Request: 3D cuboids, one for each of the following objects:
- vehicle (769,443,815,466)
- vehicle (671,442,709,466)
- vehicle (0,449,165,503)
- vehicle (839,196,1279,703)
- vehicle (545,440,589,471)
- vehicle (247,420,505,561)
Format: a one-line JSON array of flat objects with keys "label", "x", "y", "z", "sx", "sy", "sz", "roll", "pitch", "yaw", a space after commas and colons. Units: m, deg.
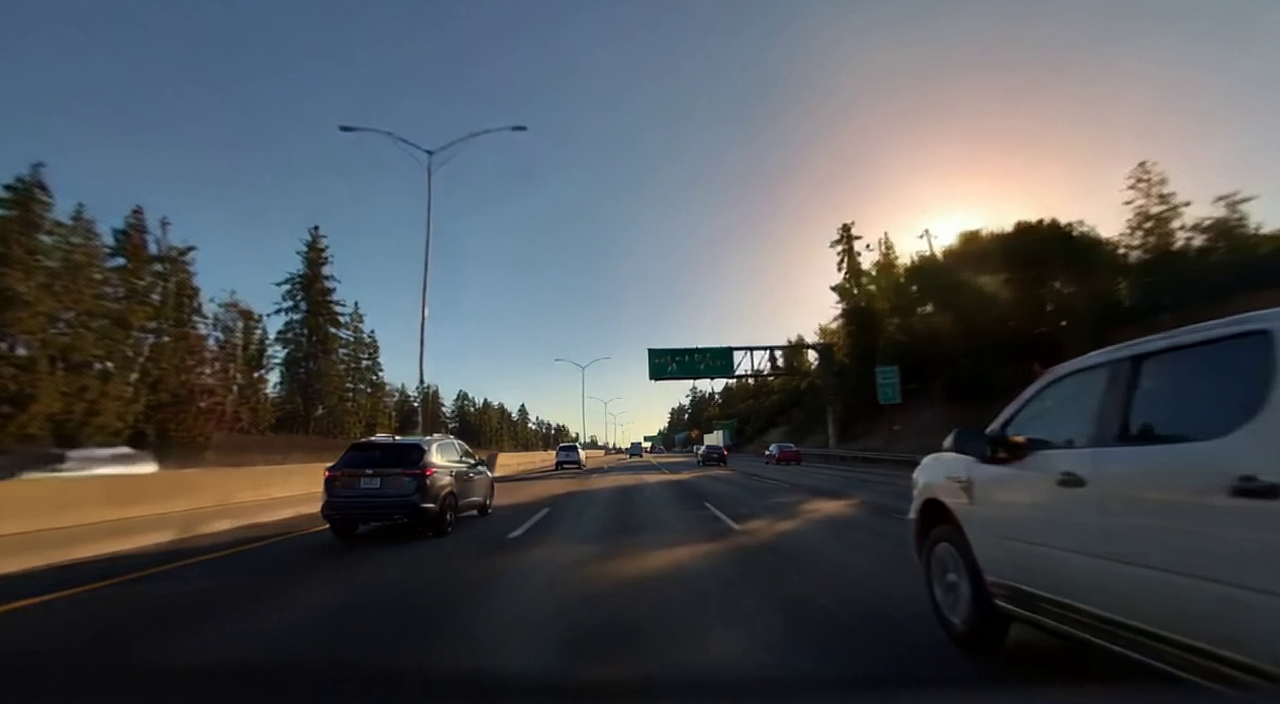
[{"label": "vehicle", "x": 9.693, "y": 6.548, "z": 40.592, "sx": 1.910, "sy": 1.384, "sz": 3.867, "roll": 0, "pitch": -8, "yaw": -1}, {"label": "vehicle", "x": 3.169, "y": 6.628, "z": 41.134, "sx": 2.007, "sy": 1.469, "sz": 4.337, "roll": 0, "pitch": -8, "yaw": -2}, {"label": "vehicle", "x": -18.950, "y": 4.104, "z": 21.432, "sx": 2.069, "sy": 1.561, "sz": 4.661, "roll": 0, "pitch": -8, "yaw": -1}, {"label": "vehicle", "x": 2.768, "y": 0.633, "z": 2.308, "sx": 2.200, "sy": 1.870, "sz": 5.649, "roll": 0, "pitch": -8, "yaw": 0}, {"label": "vehicle", "x": -4.028, "y": 5.774, "z": 35.411, "sx": 1.992, "sy": 1.651, "sz": 4.185, "roll": 0, "pitch": -8, "yaw": 0}, {"label": "vehicle", "x": -3.611, "y": 1.974, "z": 9.763, "sx": 2.119, "sy": 1.654, "sz": 4.353, "roll": 0, "pitch": -8, "yaw": 0}]
